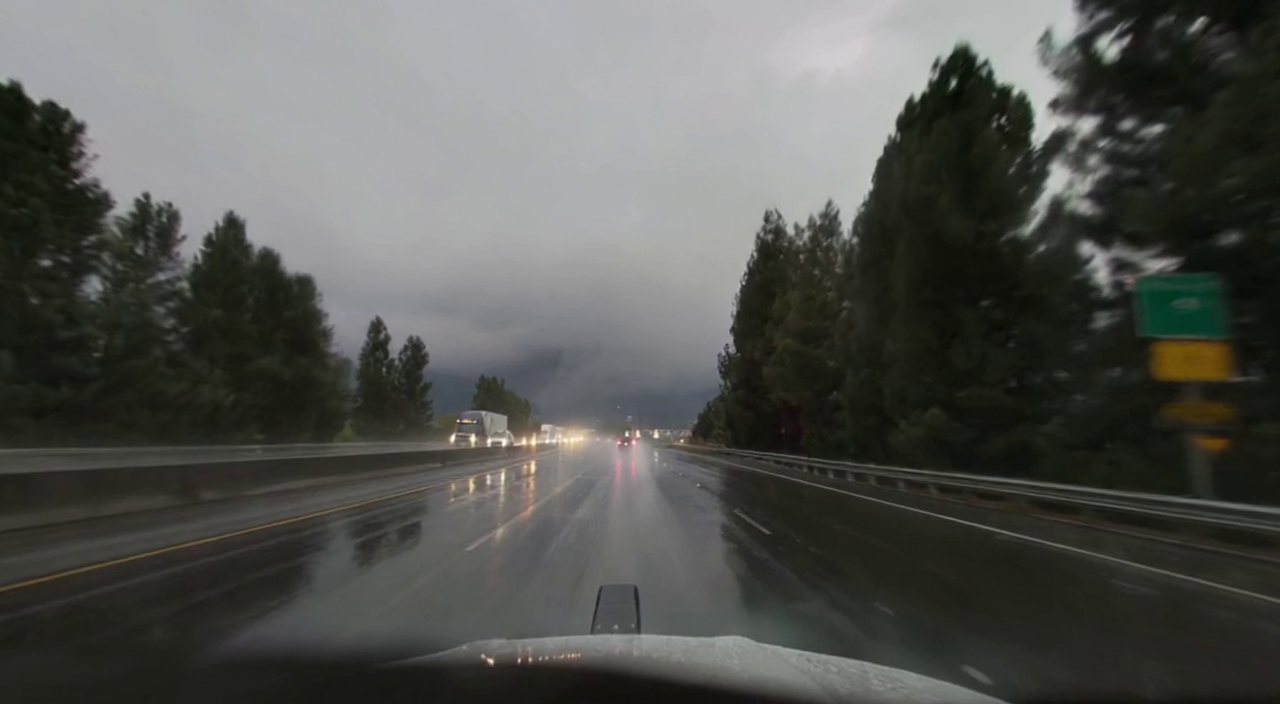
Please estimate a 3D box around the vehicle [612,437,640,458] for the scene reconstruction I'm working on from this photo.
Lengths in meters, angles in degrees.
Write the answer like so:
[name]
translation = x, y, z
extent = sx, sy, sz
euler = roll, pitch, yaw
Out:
[vehicle]
translation = -1.089, 7.472, 49.436
extent = 2.099, 1.504, 3.843
euler = 0, -8, -2
